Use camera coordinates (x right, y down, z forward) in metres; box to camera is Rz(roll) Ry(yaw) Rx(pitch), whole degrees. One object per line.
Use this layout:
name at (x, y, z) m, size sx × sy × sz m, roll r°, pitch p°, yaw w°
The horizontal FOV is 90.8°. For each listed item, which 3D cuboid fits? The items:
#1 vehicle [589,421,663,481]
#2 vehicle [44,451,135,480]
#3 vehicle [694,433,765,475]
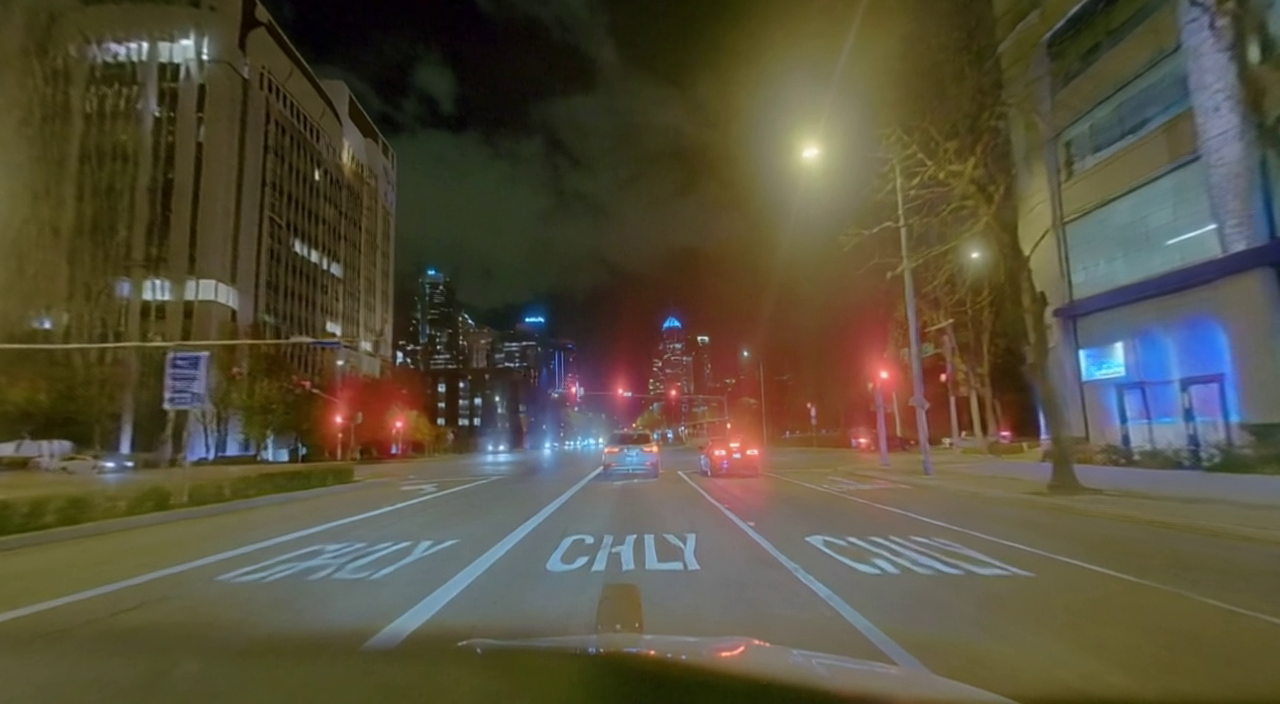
vehicle at (-0.441, 3.431, 22.060) m, size 2.313 × 1.860 × 4.319 m, roll 0°, pitch -8°, yaw 0°
vehicle at (-39.655, 8.175, 45.607) m, size 4.610 × 1.691 × 2.034 m, roll -3°, pitch -8°, yaw -2°
vehicle at (3.421, 4.011, 25.026) m, size 2.080 × 1.472 × 4.401 m, roll 0°, pitch -8°, yaw -1°
